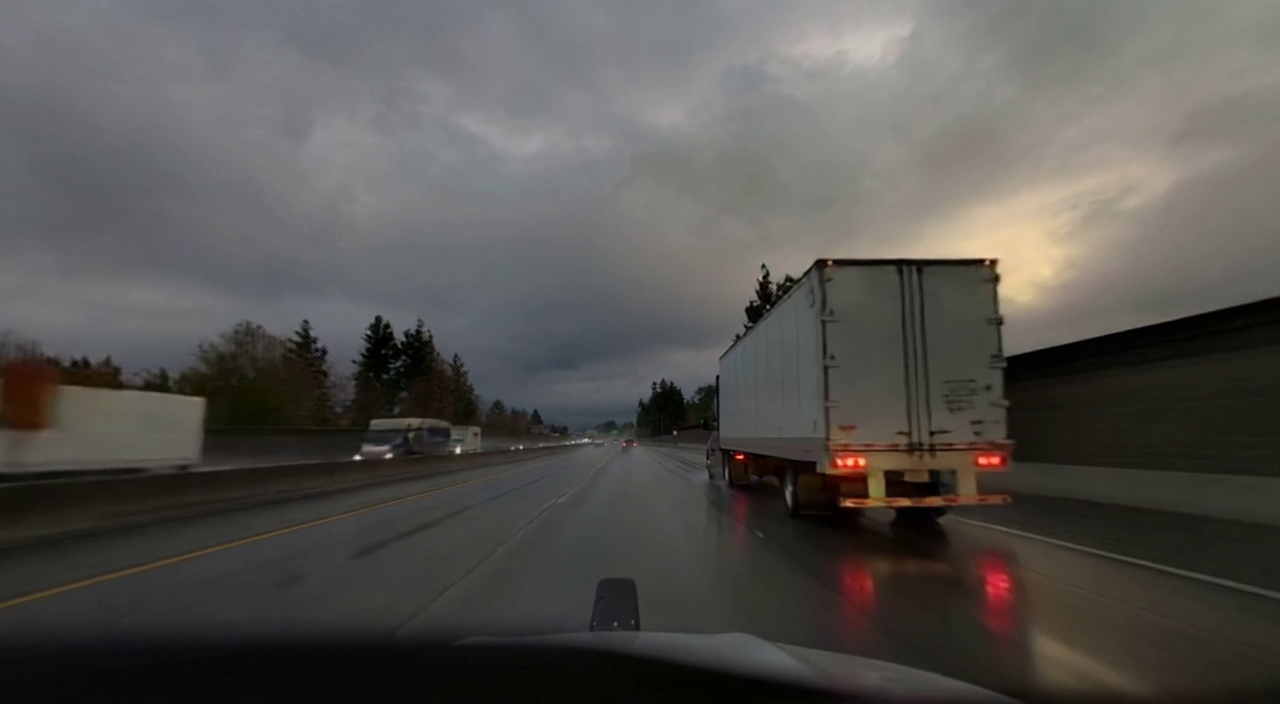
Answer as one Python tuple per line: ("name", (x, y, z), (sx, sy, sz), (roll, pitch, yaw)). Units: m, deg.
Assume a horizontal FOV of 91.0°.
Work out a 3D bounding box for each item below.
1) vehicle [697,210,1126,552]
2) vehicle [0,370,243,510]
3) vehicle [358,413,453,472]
("vehicle", (3.905, 1.253, 14.804), (3.489, 4.211, 14.193), (0, -8, -1))
("vehicle", (-19.742, 3.100, 22.059), (2.868, 3.944, 13.594), (-1, -8, 0))
("vehicle", (-15.996, 6.265, 43.900), (3.185, 3.633, 9.159), (0, -8, -1))
